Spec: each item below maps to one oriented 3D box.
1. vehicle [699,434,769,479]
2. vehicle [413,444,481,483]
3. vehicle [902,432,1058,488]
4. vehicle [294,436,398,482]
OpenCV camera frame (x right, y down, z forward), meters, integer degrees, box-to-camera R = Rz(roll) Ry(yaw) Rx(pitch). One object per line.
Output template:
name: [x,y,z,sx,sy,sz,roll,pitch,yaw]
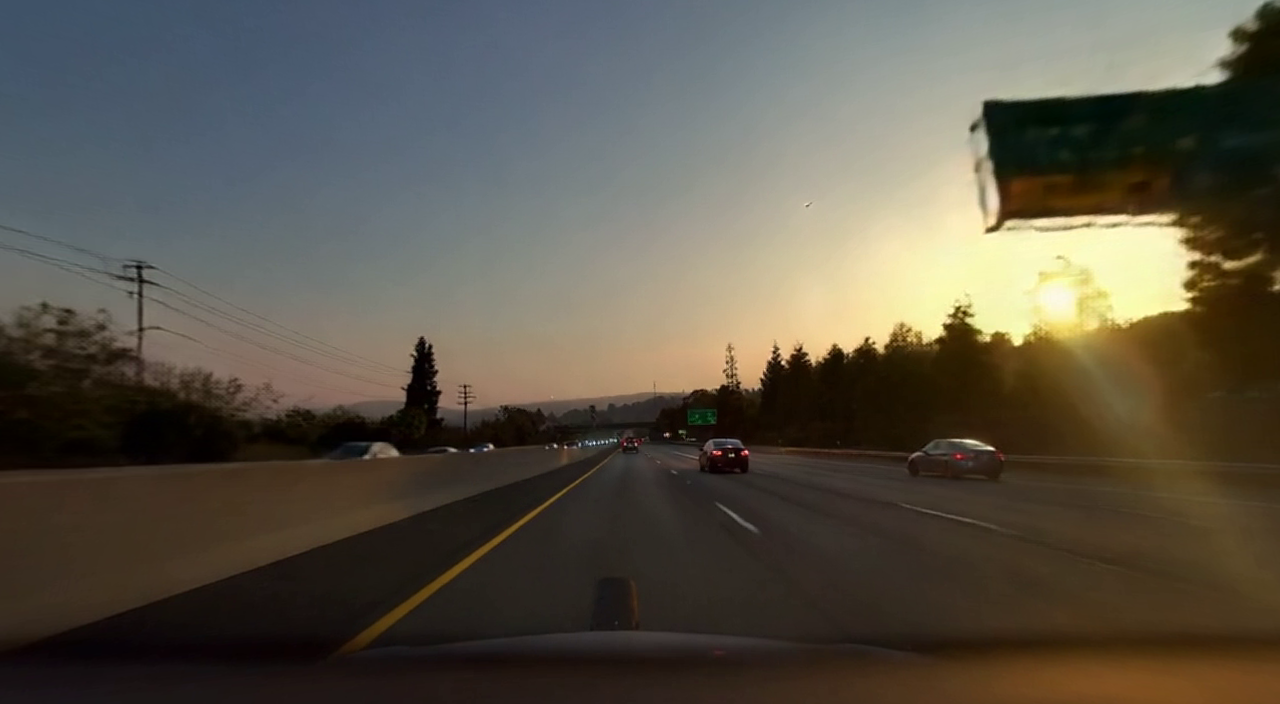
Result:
vehicle: [3.628,4.118,25.163,2.018,1.600,4.121,0,-8,-2]
vehicle: [-7.330,4.233,24.328,1.530,1.369,3.450,0,-8,0]
vehicle: [10.452,3.366,20.005,1.987,1.502,5.130,0,-8,-1]
vehicle: [-11.478,4.200,25.078,1.951,1.628,4.636,0,-8,-1]
